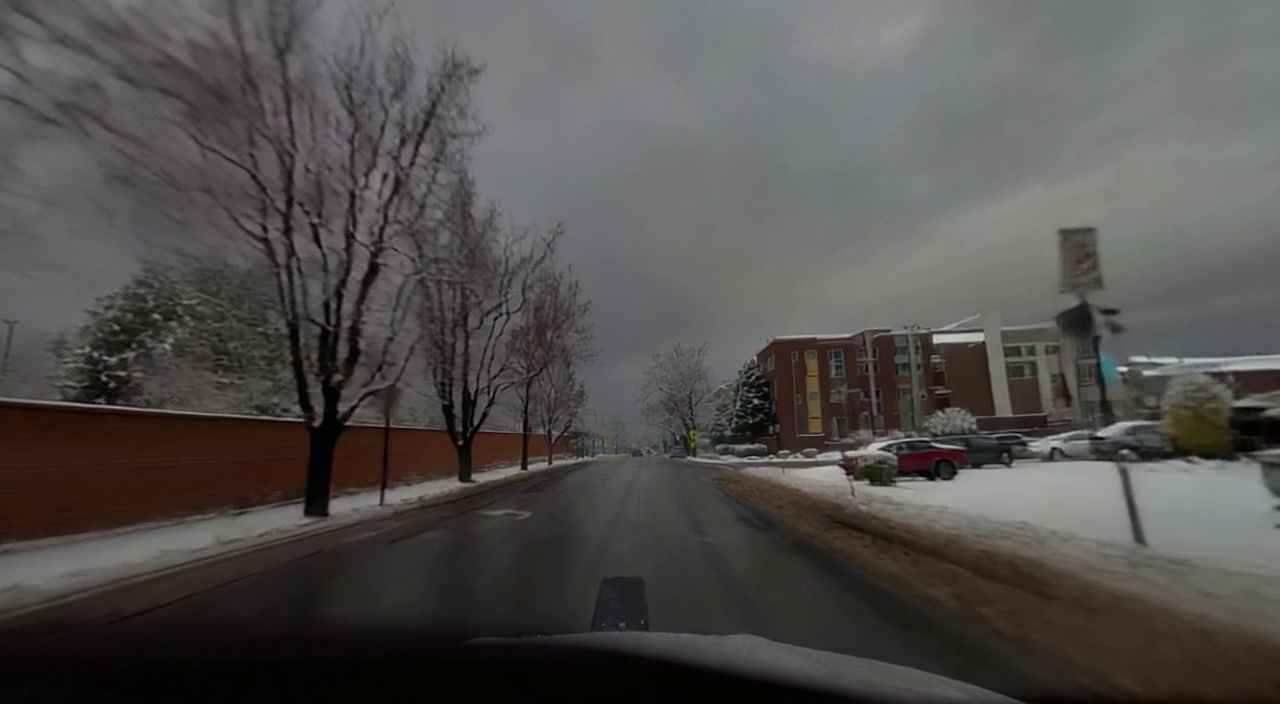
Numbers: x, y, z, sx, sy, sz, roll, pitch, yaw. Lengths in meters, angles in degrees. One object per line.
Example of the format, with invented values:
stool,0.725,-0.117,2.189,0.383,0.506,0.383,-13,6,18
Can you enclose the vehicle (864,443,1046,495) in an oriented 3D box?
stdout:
vehicle,9.352,3.494,19.027,4.309,1.442,2.145,0,-9,-1

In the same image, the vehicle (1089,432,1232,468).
vehicle,23.744,4.505,28.860,4.873,1.501,1.950,1,-9,-3

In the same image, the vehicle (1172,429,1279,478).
vehicle,23.090,3.716,23.389,4.740,1.536,2.084,-3,-9,-1
